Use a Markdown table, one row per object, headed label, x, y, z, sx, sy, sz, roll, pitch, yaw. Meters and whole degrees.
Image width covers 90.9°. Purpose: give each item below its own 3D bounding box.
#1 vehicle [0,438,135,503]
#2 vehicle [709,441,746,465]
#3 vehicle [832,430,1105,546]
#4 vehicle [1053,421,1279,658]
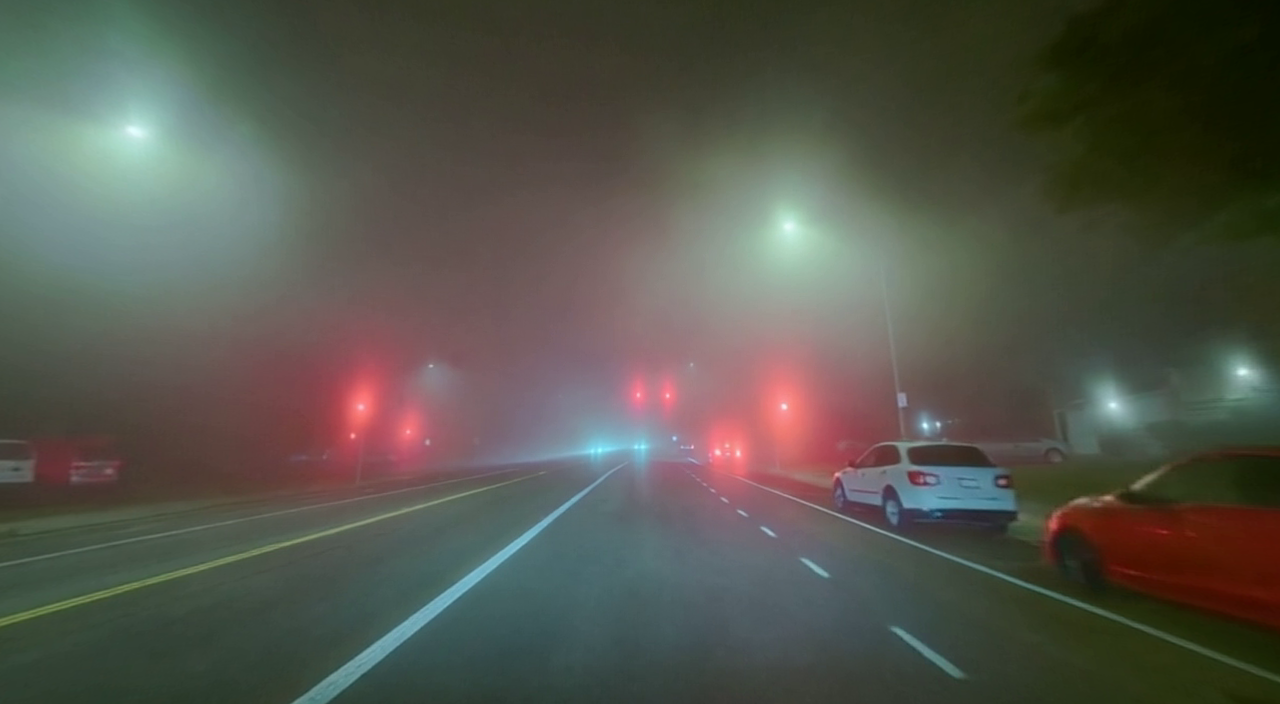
| label | x | y | z | sx | sy | sz | roll | pitch | yaw |
| --- | --- | --- | --- | --- | --- | --- | --- | --- | --- |
| vehicle | -19.339 | 3.743 | 20.142 | 4.609 | 1.948 | 1.995 | 0 | -8 | 1 |
| vehicle | 5.861 | 6.822 | 42.745 | 1.950 | 1.567 | 4.083 | 0 | -8 | 1 |
| vehicle | 5.142 | 2.172 | 10.879 | 1.997 | 1.521 | 4.747 | 0 | -8 | -2 |
| vehicle | 5.000 | 1.192 | 4.056 | 1.895 | 1.487 | 4.176 | 0 | -8 | 1 |
